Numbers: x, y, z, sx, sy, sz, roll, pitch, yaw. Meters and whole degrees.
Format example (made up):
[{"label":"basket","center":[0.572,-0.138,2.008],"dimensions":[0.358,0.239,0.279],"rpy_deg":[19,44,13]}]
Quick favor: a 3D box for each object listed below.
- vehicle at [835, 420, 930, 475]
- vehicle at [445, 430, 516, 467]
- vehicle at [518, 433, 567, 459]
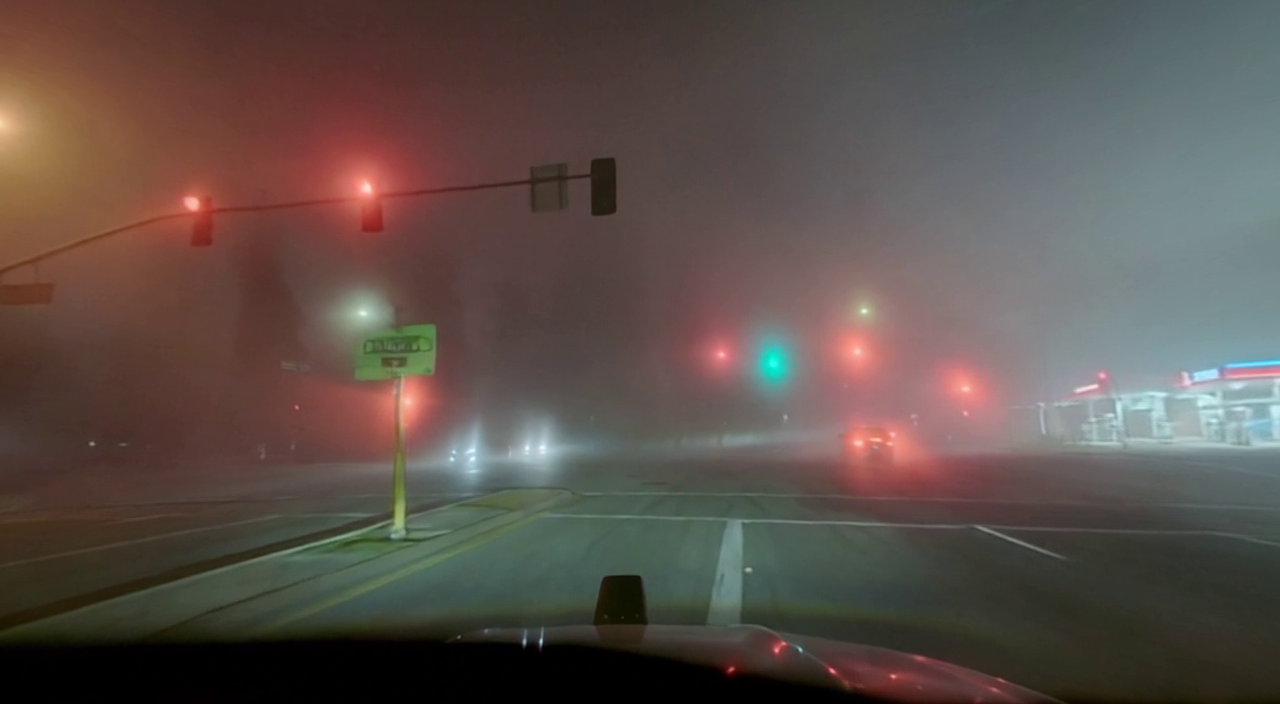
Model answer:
[{"label":"vehicle","center":[8.247,3.294,21.779],"dimensions":[2.090,1.717,4.063],"rpy_deg":[-1,-8,8]},{"label":"vehicle","center":[-8.547,5.222,34.070],"dimensions":[2.112,1.853,4.516],"rpy_deg":[-2,-8,9]},{"label":"vehicle","center":[-6.909,6.745,45.076],"dimensions":[2.090,1.779,4.697],"rpy_deg":[-2,-8,10]}]
